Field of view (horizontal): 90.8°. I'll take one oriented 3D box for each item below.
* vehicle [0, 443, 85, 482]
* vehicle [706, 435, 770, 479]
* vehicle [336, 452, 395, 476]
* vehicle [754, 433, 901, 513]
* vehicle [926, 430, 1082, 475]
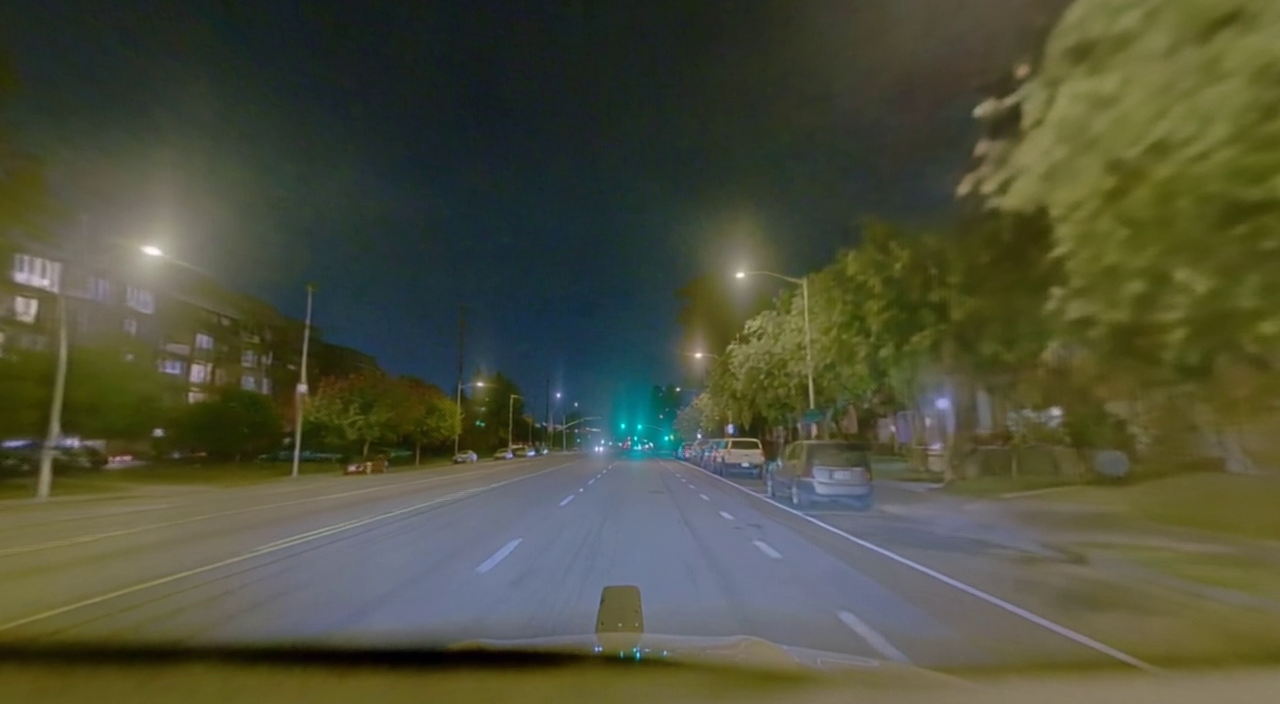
[{"bbox_3d":[-28.907,5.116,29.455,4.044,1.719,2.074,0,-9,1],"label":"vehicle"},{"bbox_3d":[4.426,4.865,29.463,2.078,1.837,5.088,0,-9,-1],"label":"vehicle"},{"bbox_3d":[-17.705,7.225,40.972,1.831,1.428,4.456,0,-9,0],"label":"vehicle"},{"bbox_3d":[4.558,3.019,16.325,2.154,1.718,4.980,0,-9,-1],"label":"vehicle"},{"bbox_3d":[15.861,4.410,27.776,2.145,1.761,5.446,8,-12,-43],"label":"vehicle"}]
